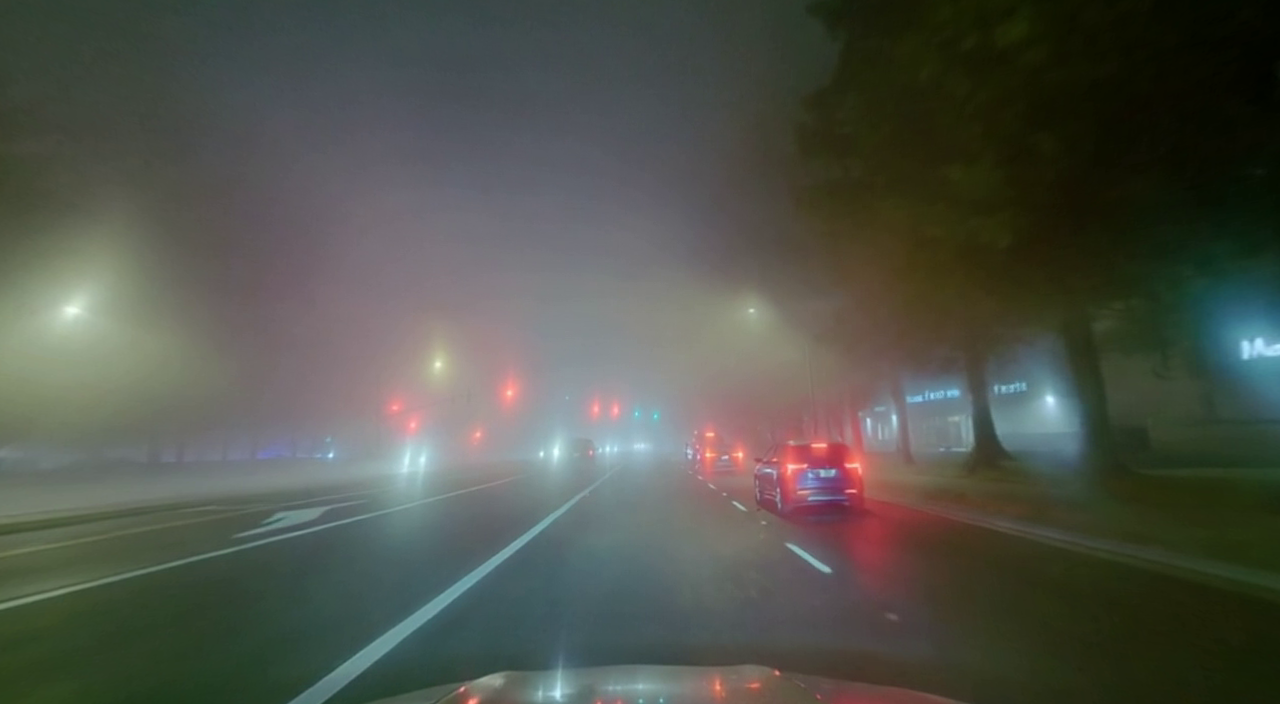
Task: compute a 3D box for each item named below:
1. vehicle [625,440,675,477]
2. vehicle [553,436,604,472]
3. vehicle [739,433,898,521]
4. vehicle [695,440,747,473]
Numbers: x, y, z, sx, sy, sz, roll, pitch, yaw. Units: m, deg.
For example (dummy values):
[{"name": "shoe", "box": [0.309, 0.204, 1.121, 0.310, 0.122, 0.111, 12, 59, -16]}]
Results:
[{"name": "vehicle", "box": [0.415, 4.542, 27.066, 1.971, 1.433, 3.923, 0, -8, 1]}, {"name": "vehicle", "box": [-3.062, 5.192, 32.322, 2.023, 1.720, 4.452, 0, -8, 2]}, {"name": "vehicle", "box": [3.358, 2.434, 12.857, 1.948, 1.474, 4.360, 0, -8, 0]}, {"name": "vehicle", "box": [3.890, 5.087, 30.934, 1.913, 1.463, 4.198, 0, -8, -1]}]
